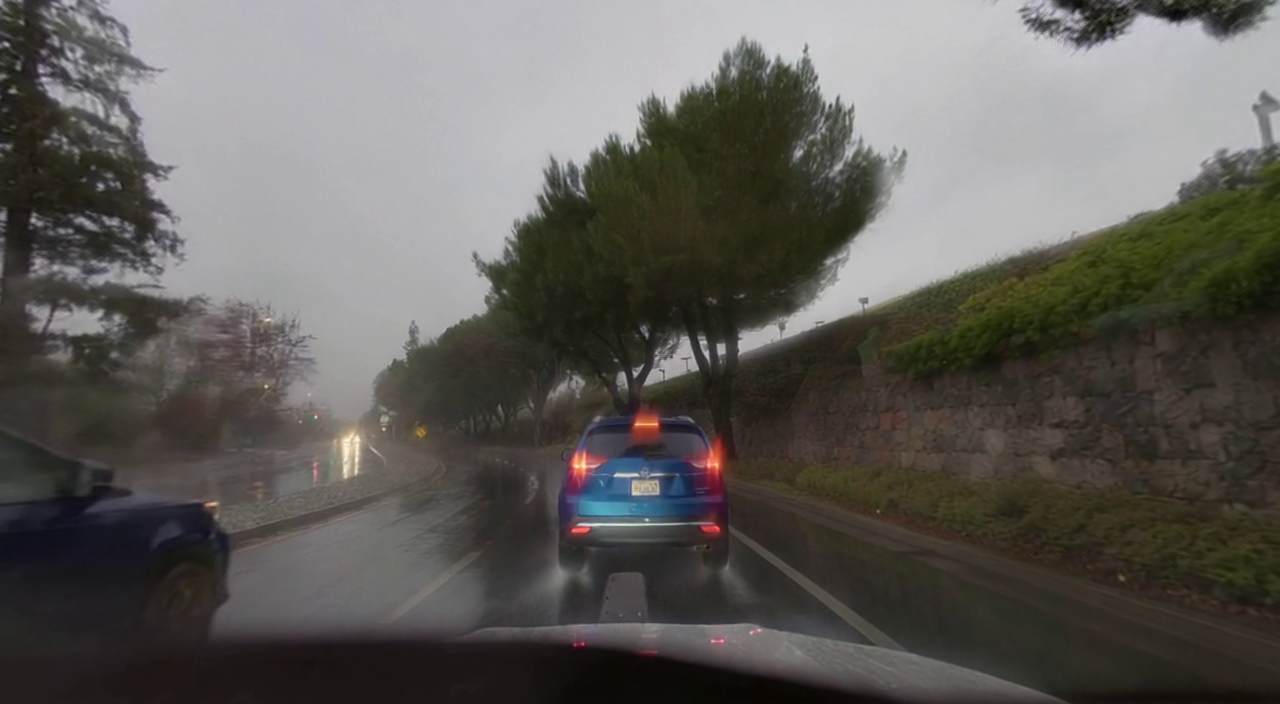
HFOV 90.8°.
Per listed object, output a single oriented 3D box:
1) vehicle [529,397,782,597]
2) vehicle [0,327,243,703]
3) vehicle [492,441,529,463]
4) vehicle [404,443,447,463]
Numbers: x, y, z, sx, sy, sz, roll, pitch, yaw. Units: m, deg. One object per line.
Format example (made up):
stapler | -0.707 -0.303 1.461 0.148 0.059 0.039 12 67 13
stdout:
vehicle | -0.026 1.611 7.908 2.287 1.762 4.269 1 -8 -5
vehicle | -3.286 0.656 1.355 2.205 1.716 4.448 1 -8 -4
vehicle | -9.406 7.213 45.580 1.837 1.483 4.559 3 -9 -21
vehicle | -16.987 7.981 49.918 2.023 1.474 4.286 6 -10 -34
